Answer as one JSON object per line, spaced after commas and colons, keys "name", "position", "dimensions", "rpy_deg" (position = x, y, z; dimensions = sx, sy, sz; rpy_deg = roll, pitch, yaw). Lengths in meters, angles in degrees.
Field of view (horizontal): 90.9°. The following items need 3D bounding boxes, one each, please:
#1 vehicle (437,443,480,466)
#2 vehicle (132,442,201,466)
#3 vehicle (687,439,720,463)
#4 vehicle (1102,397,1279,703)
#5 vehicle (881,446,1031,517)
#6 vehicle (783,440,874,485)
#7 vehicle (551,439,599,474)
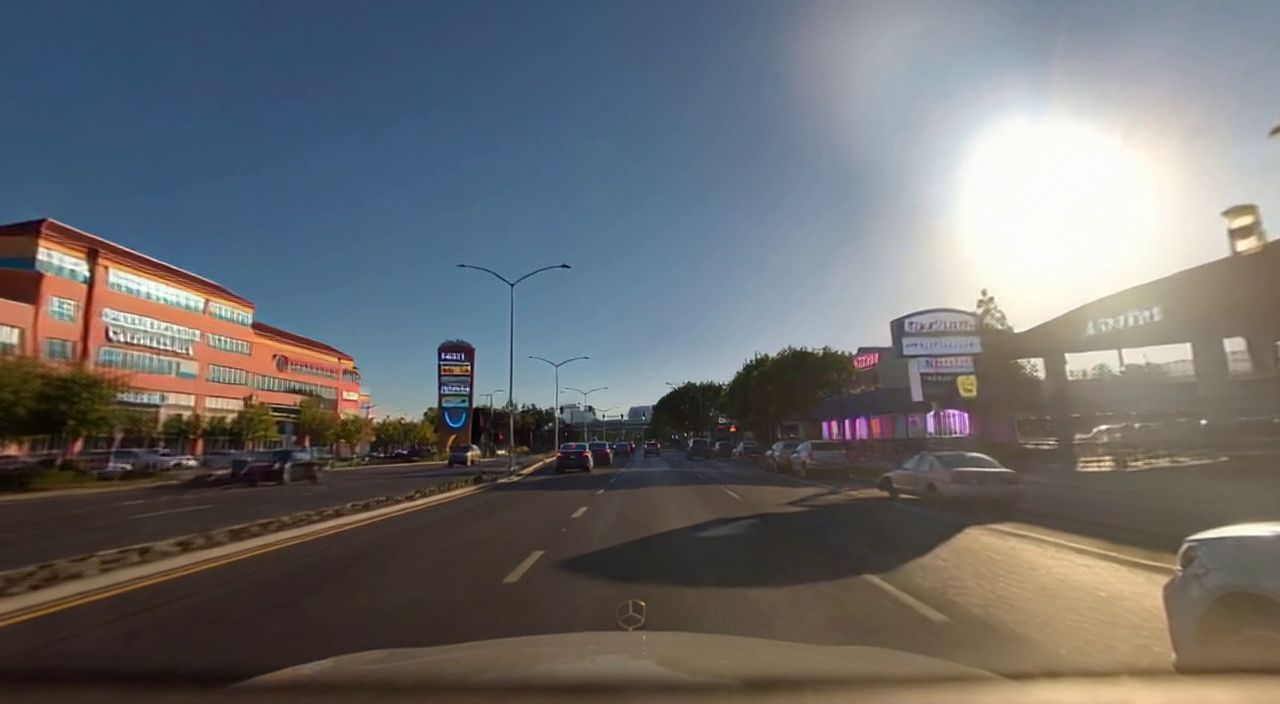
{"name": "vehicle", "position": [-14.041, 7.944, 49.066], "dimensions": [1.905, 1.687, 4.436], "rpy_deg": [-1, -8, 2]}
{"name": "vehicle", "position": [-34.571, 7.437, 46.120], "dimensions": [1.810, 1.606, 3.988], "rpy_deg": [-1, -8, 2]}
{"name": "vehicle", "position": [4.687, 7.433, 47.288], "dimensions": [2.007, 1.683, 4.171], "rpy_deg": [0, -8, -1]}
{"name": "vehicle", "position": [3.438, 0.718, 1.016], "dimensions": [1.981, 1.499, 4.536], "rpy_deg": [0, -8, 1]}
{"name": "vehicle", "position": [7.324, 2.992, 15.051], "dimensions": [1.654, 1.440, 3.647], "rpy_deg": [0, -8, -1]}
{"name": "vehicle", "position": [7.358, 4.331, 25.133], "dimensions": [1.918, 1.598, 4.536], "rpy_deg": [0, -8, -4]}
{"name": "vehicle", "position": [-3.026, 4.947, 30.007], "dimensions": [1.917, 1.511, 4.436], "rpy_deg": [0, -8, -1]}
